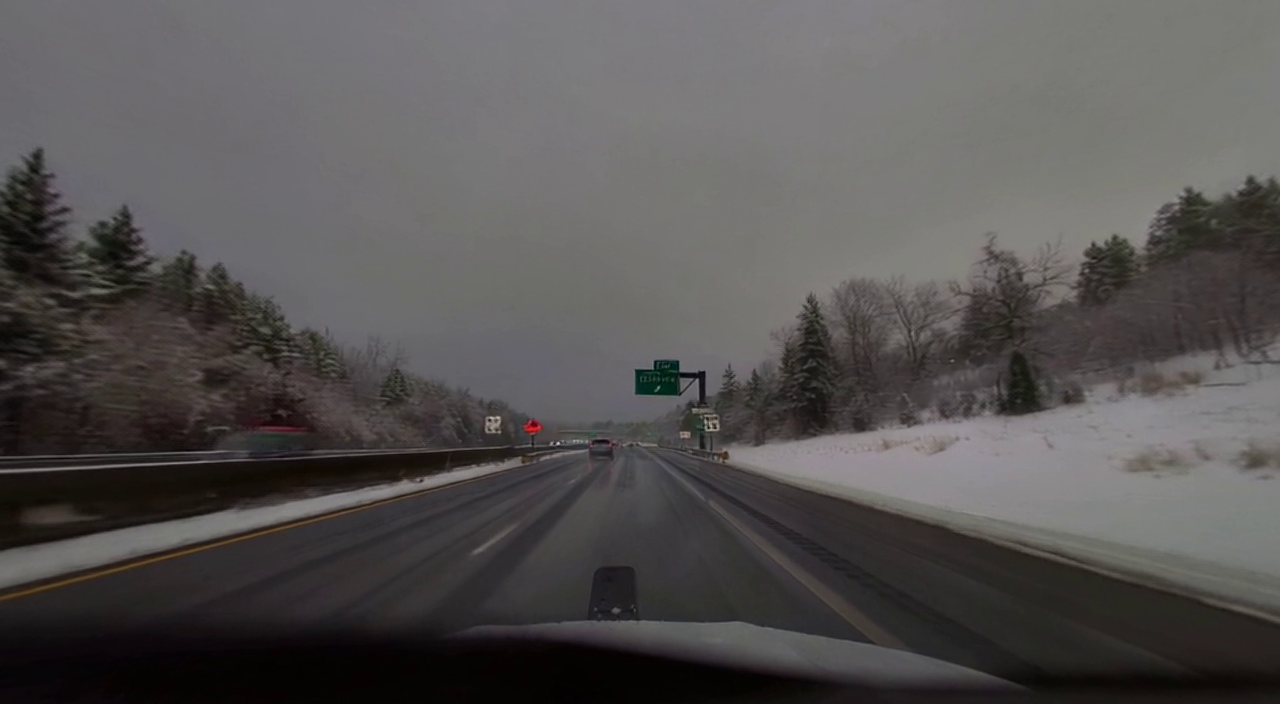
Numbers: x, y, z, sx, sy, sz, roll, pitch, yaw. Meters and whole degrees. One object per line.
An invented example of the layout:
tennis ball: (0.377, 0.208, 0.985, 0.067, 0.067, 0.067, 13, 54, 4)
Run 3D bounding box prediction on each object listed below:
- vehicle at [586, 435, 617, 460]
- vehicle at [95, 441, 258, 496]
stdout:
vehicle: (-2.924, 7.350, 48.520, 2.188, 1.825, 4.282, -1, -8, -2)
vehicle: (-14.865, 3.715, 20.588, 1.900, 1.558, 4.499, -1, -8, 0)
